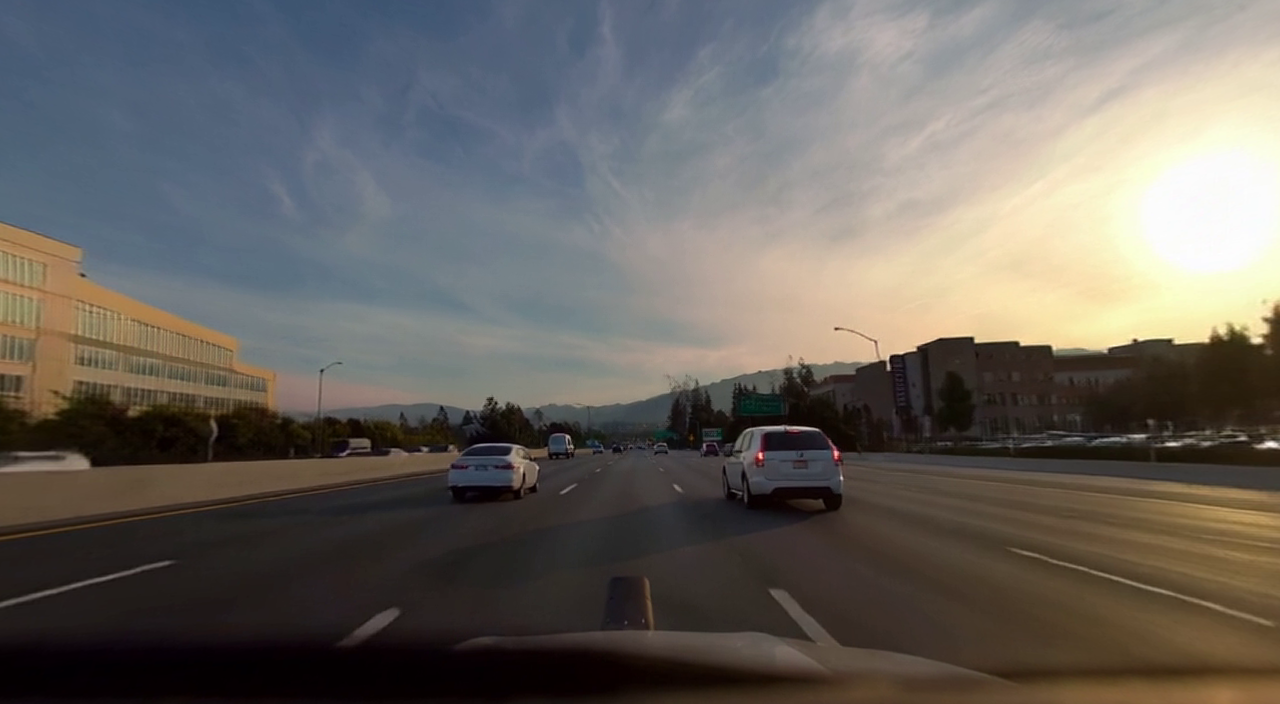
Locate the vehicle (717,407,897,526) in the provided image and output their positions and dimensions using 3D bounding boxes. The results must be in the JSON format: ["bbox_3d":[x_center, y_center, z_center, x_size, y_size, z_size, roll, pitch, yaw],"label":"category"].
[{"bbox_3d":[2.932,2.170,12.432,2.148,1.852,4.835,0,-8,-1],"label":"vehicle"}]

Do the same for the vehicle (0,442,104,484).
[{"bbox_3d":[-22.859,4.177,23.973,1.695,1.457,3.555,0,-8,1],"label":"vehicle"}]

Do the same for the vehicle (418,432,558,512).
[{"bbox_3d":[-3.306,2.719,14.838,2.080,1.542,4.718,0,-8,1],"label":"vehicle"}]
